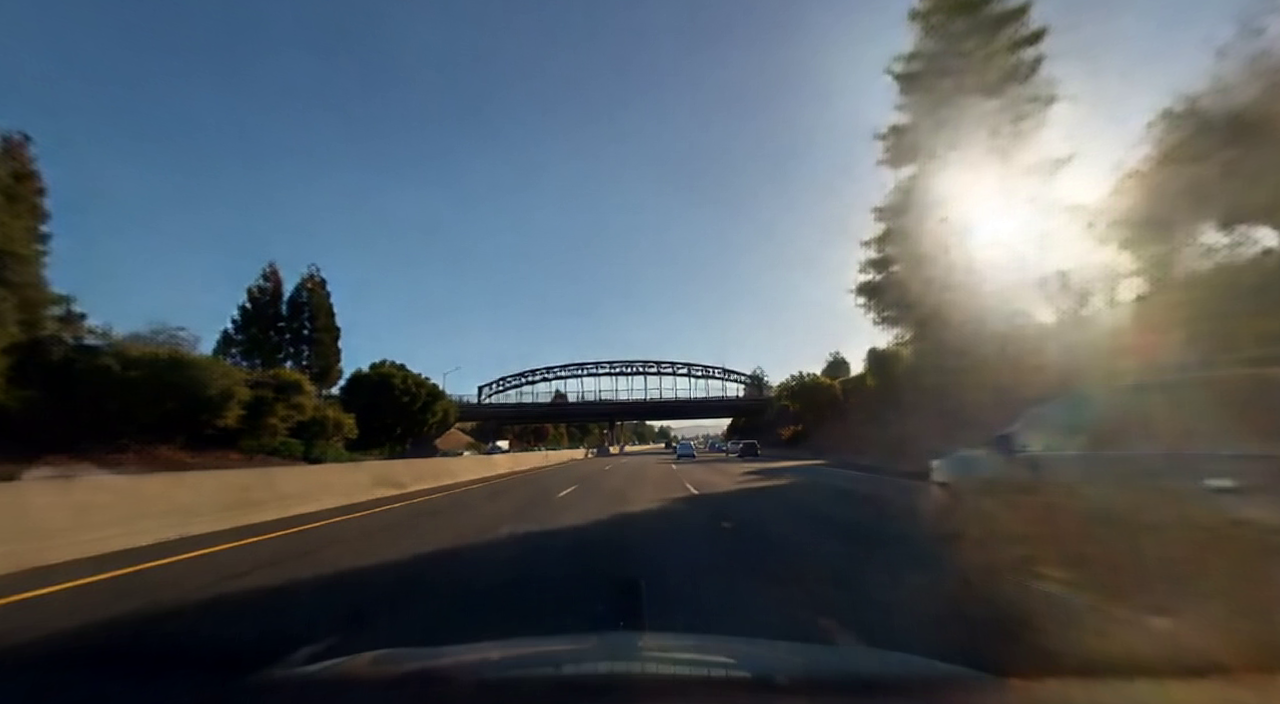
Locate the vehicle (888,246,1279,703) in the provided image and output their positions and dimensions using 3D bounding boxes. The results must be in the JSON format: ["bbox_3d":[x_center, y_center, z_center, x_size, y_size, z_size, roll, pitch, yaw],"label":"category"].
[{"bbox_3d":[3.753,0.734,3.057,2.693,2.044,5.882,0,-9,0],"label":"vehicle"}]

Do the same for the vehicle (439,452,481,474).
[{"bbox_3d":[-14.098,8.735,49.830,1.851,1.460,4.715,-3,-8,1],"label":"vehicle"}]

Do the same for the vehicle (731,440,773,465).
[{"bbox_3d":[7.321,6.622,41.753,1.989,1.529,4.375,0,-9,0],"label":"vehicle"}]

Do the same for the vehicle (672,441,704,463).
[{"bbox_3d":[3.424,7.202,45.534,1.981,1.471,4.342,0,-9,0],"label":"vehicle"}]
